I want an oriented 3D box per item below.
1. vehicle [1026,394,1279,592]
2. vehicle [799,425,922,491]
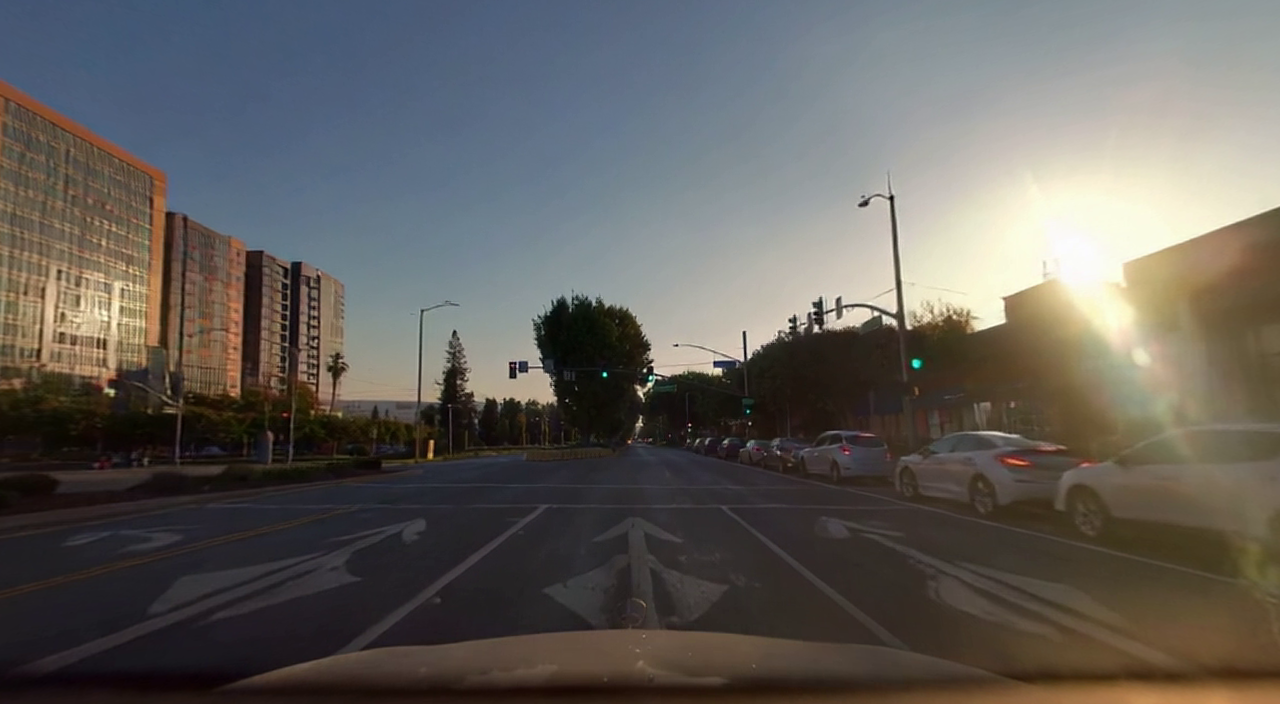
[{"bbox_3d":[6.661,1.406,6.574,1.978,1.728,5.129,0,-9,0],"label":"vehicle"},{"bbox_3d":[6.585,3.240,19.442,1.984,1.751,4.759,0,-9,-1],"label":"vehicle"}]
